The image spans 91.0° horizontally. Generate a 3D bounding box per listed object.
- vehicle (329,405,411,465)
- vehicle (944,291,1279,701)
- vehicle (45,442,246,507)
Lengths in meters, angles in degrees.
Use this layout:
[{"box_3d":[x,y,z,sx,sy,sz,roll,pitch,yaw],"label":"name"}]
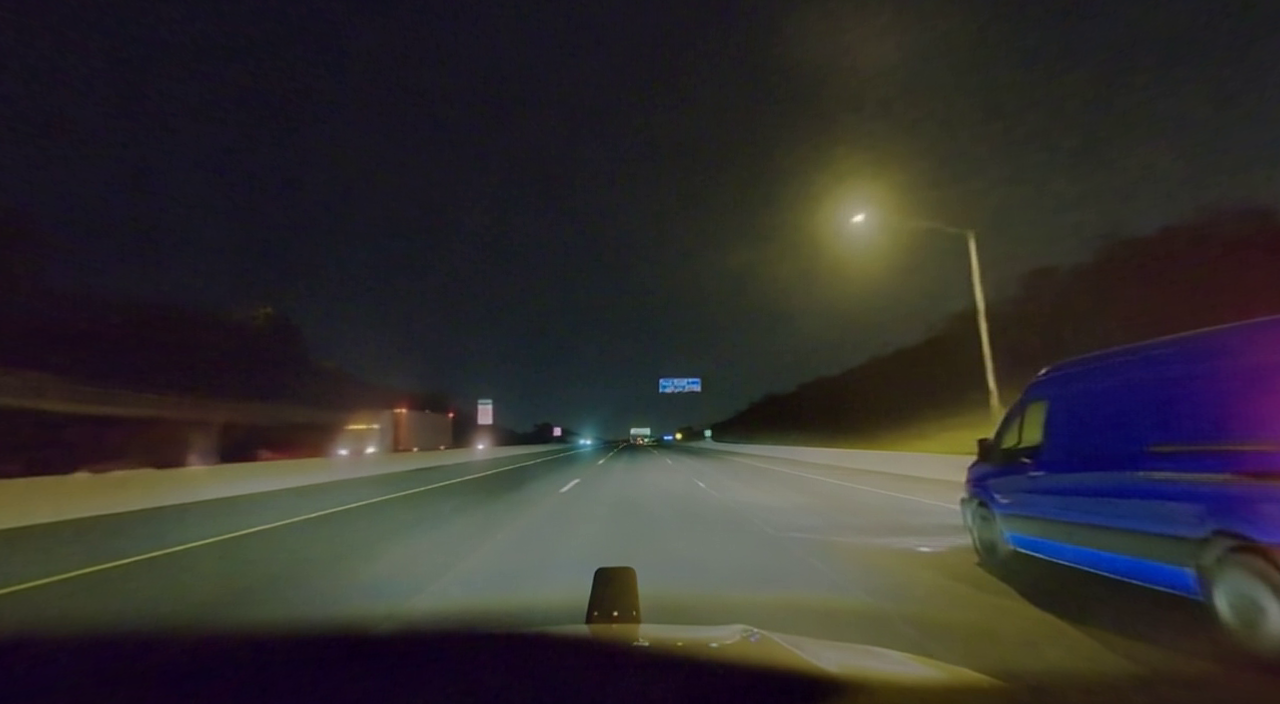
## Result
[{"box_3d":[-18.991,5.893,44.670,3.000,3.921,5.758,-1,-8,2],"label":"vehicle"},{"box_3d":[4.220,0.826,3.983,2.161,2.002,4.631,0,-8,-1],"label":"vehicle"},{"box_3d":[-13.361,3.284,17.469,1.923,1.526,4.507,-1,-8,0],"label":"vehicle"}]
